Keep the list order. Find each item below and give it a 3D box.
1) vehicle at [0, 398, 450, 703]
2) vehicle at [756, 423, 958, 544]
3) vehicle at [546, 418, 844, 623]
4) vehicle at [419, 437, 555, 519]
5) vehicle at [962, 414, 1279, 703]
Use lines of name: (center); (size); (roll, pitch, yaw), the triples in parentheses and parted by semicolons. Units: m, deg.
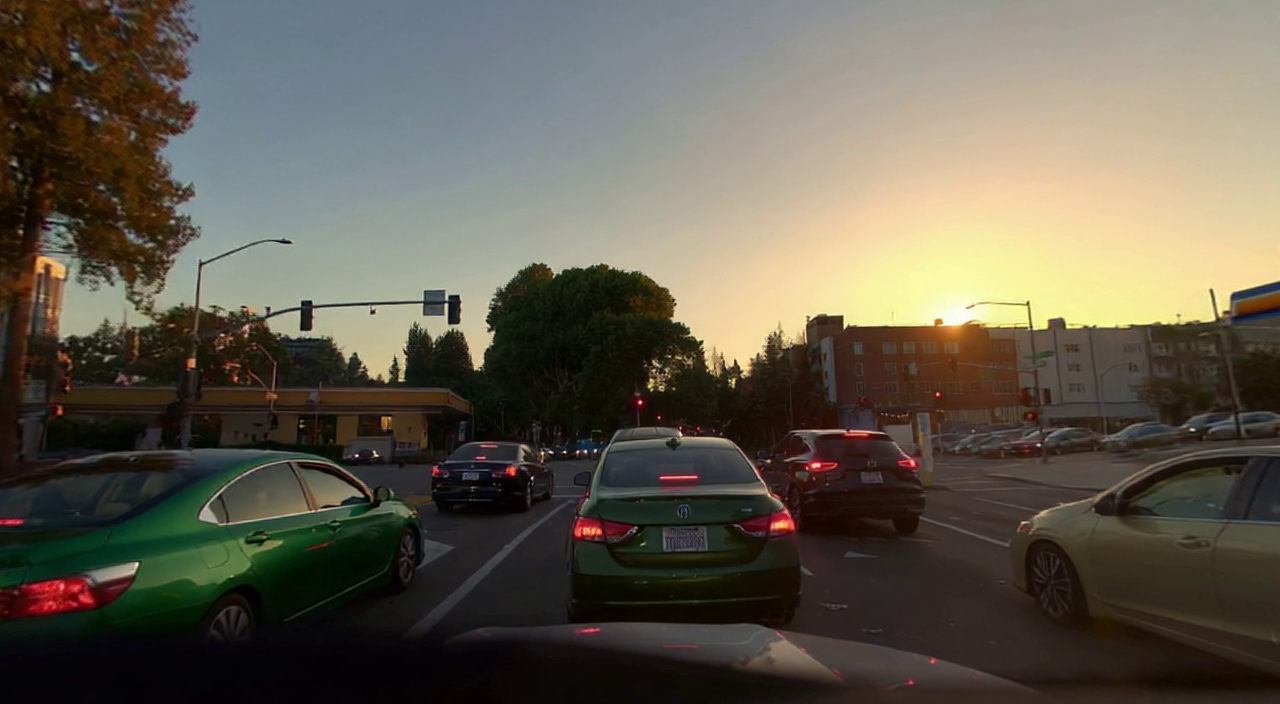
vehicle: (-3.016, 1.250, 4.598); (1.887, 1.493, 4.255); (0, -9, 1)
vehicle: (3.374, 2.122, 10.785); (1.947, 1.630, 4.127); (0, -9, 0)
vehicle: (0.356, 1.581, 6.922); (2.220, 1.507, 4.317); (0, -9, -1)
vehicle: (-3.084, 2.637, 13.685); (1.867, 1.474, 4.237); (0, -9, 0)
vehicle: (4.167, 1.136, 3.629); (1.950, 1.497, 4.686); (0, -9, -3)
